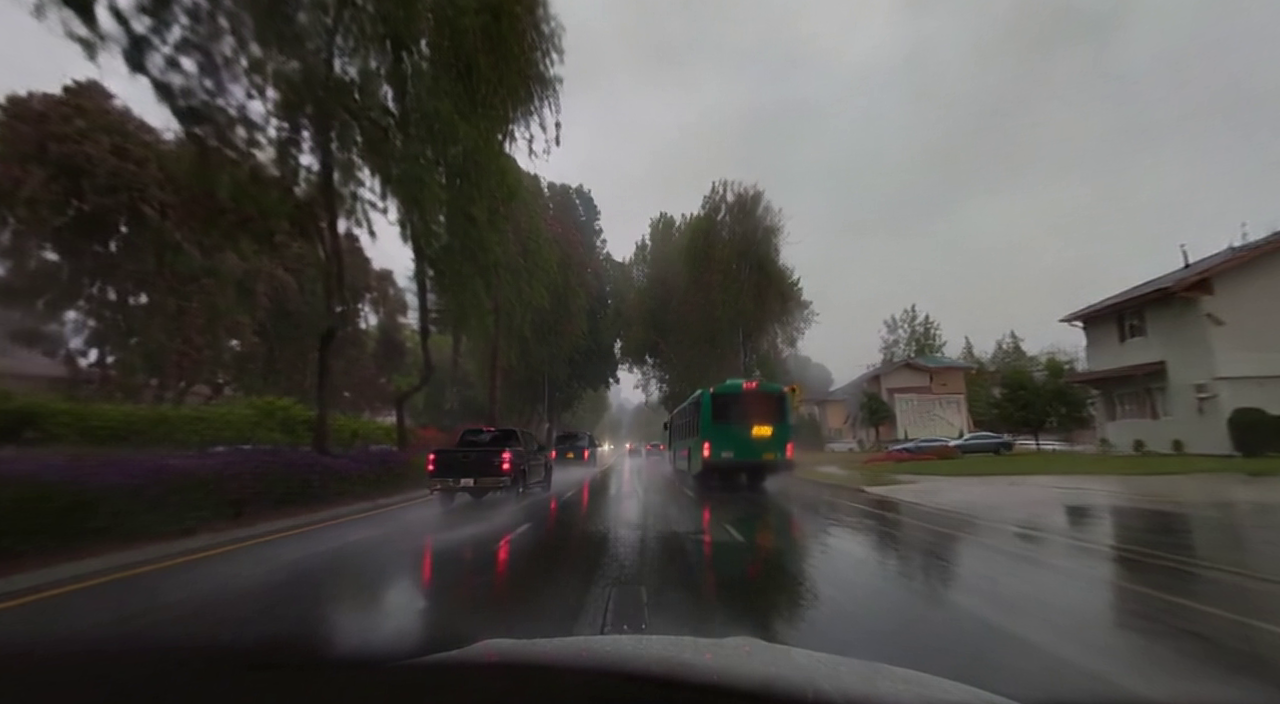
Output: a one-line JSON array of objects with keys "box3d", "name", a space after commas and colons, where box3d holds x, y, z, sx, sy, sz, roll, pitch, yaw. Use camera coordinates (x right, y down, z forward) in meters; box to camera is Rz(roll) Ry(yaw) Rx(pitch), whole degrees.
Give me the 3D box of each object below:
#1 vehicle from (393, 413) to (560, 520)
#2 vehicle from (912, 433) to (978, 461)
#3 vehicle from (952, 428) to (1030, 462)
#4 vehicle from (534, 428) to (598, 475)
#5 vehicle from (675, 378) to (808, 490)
[{"box3d": [-3.183, 2.379, 13.604, 2.074, 1.849, 5.137, 0, -8, 2], "name": "vehicle"}, {"box3d": [19.049, 5.962, 39.606, 2.062, 1.683, 4.209, 0, -8, 2], "name": "vehicle"}, {"box3d": [21.770, 5.799, 39.360, 2.152, 1.945, 4.827, 0, -8, 1], "name": "vehicle"}, {"box3d": [-3.481, 4.875, 31.046, 2.513, 2.066, 5.820, 0, -8, 0], "name": "vehicle"}, {"box3d": [3.314, 3.320, 24.807, 3.059, 3.264, 12.623, 0, -8, 0], "name": "vehicle"}]
